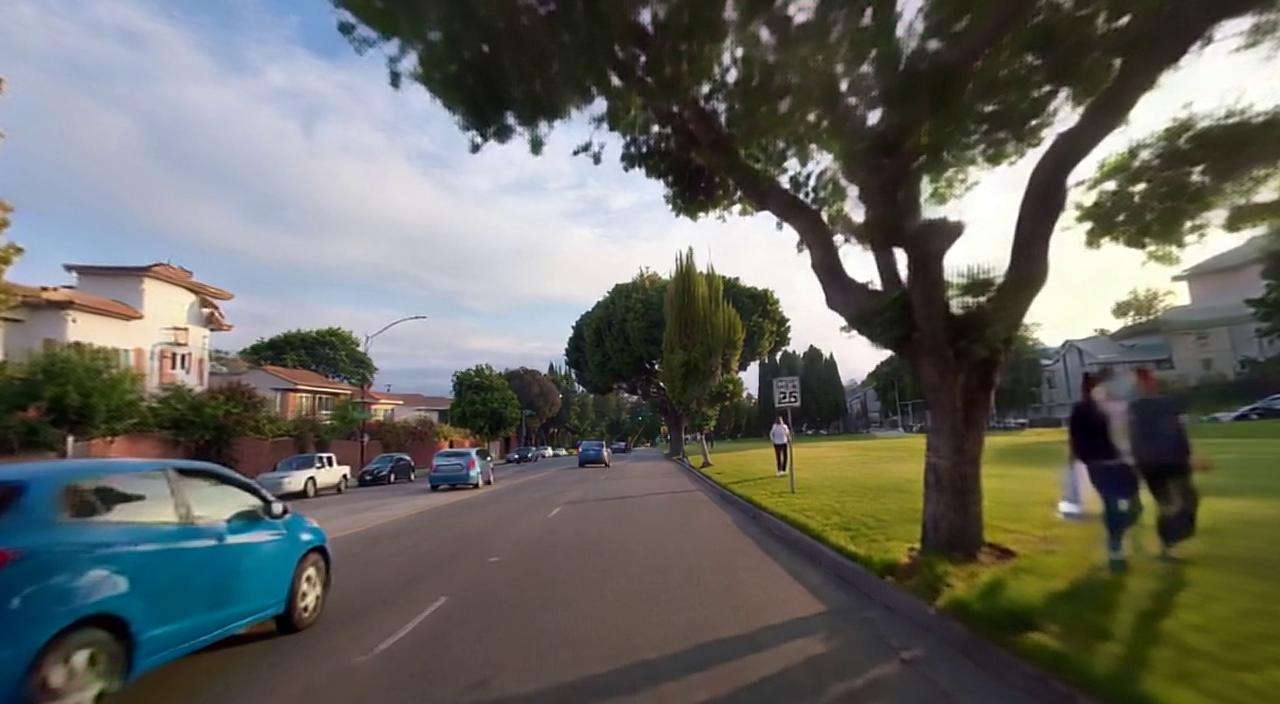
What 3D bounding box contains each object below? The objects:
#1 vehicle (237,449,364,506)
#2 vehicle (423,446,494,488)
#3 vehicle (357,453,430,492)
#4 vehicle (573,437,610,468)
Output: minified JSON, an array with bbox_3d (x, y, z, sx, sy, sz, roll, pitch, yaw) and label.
[{"bbox_3d":[-12.112,4.462,22.889,1.904,1.728,4.997,2,-8,-1],"label":"vehicle"},{"bbox_3d":[-8.966,5.685,31.429,2.019,1.907,4.697,0,-8,1],"label":"vehicle"},{"bbox_3d":[-12.214,5.974,31.388,1.910,1.462,4.581,-4,-7,-2],"label":"vehicle"},{"bbox_3d":[-3.001,6.319,39.503,1.908,1.809,4.230,0,-8,1],"label":"vehicle"}]
